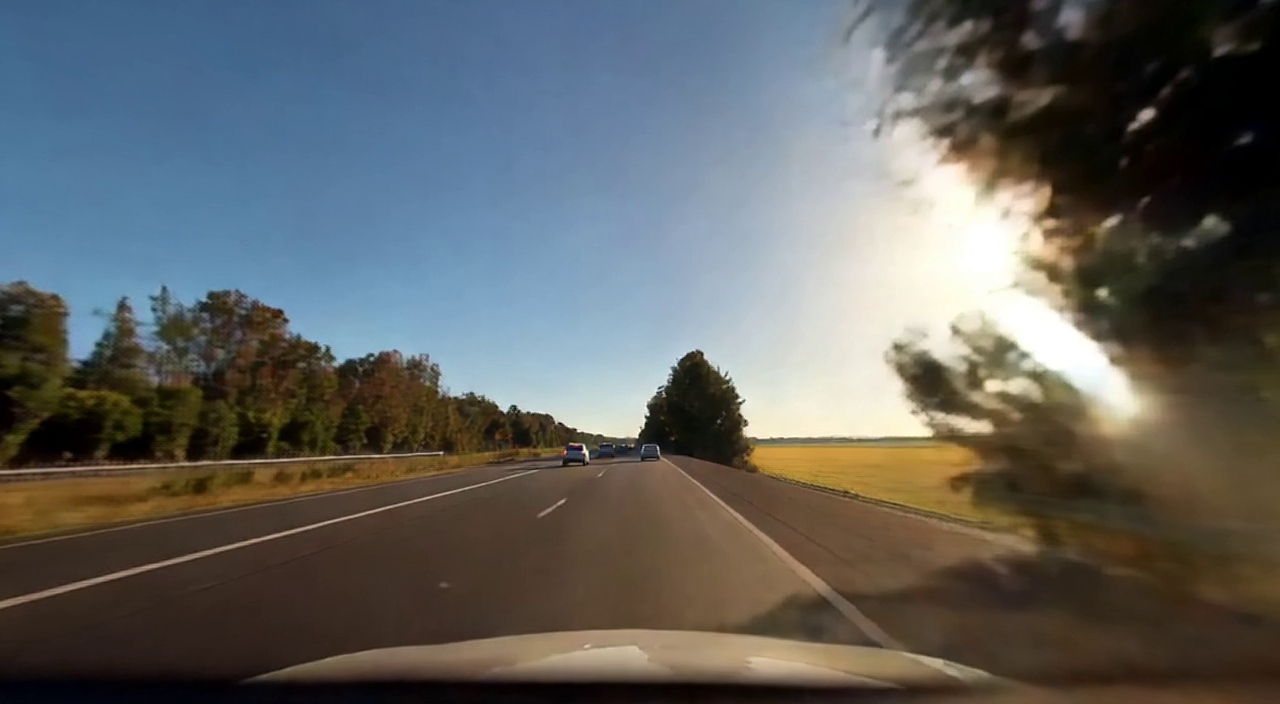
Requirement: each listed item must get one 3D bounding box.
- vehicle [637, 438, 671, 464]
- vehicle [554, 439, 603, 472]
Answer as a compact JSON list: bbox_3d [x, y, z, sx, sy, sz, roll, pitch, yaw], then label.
[{"bbox_3d":[0.950,6.895,43.969,2.259,1.697,4.106,0,-8,1],"label":"vehicle"},{"bbox_3d":[-3.224,5.509,33.954,2.028,1.634,4.441,-1,-8,2],"label":"vehicle"}]
